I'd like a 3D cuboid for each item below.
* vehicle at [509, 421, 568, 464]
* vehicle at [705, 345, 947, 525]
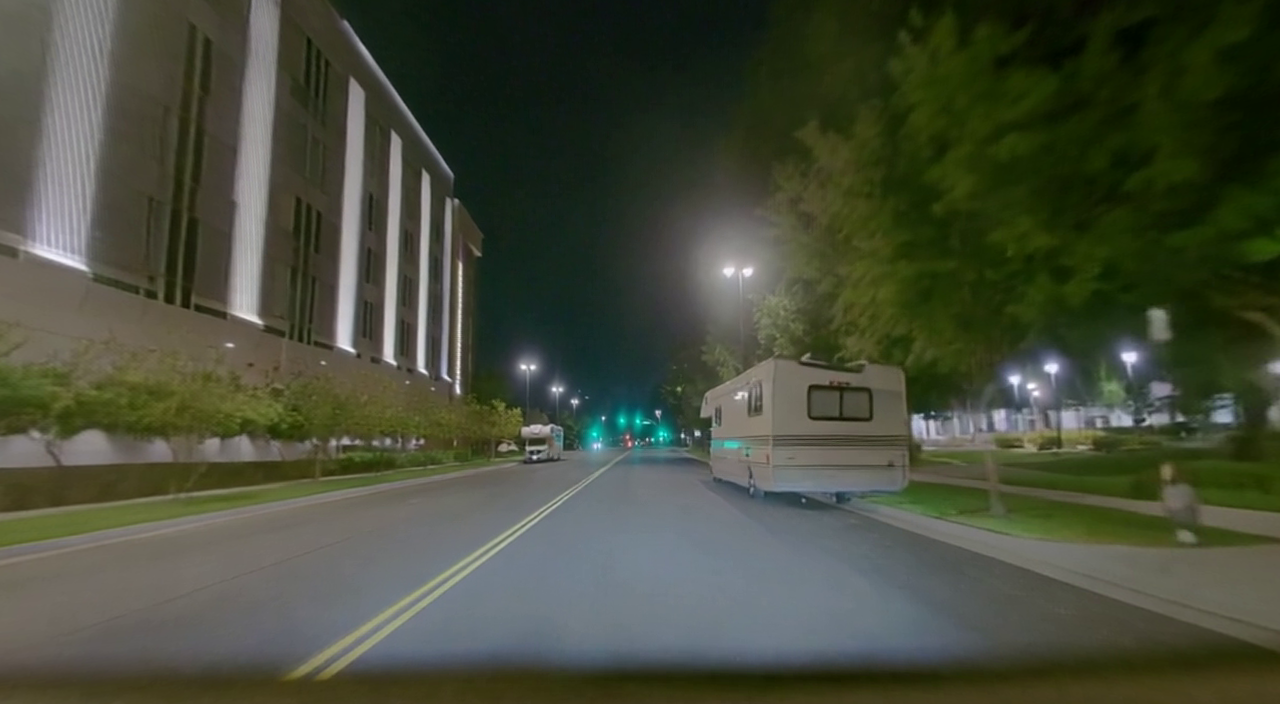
[{"bbox_3d":[-7.122,6.487,45.463,3.108,2.771,7.999,0,-8,-1],"label":"vehicle"},{"bbox_3d":[3.716,2.006,15.468,3.074,3.099,8.805,1,-7,-1],"label":"vehicle"}]
